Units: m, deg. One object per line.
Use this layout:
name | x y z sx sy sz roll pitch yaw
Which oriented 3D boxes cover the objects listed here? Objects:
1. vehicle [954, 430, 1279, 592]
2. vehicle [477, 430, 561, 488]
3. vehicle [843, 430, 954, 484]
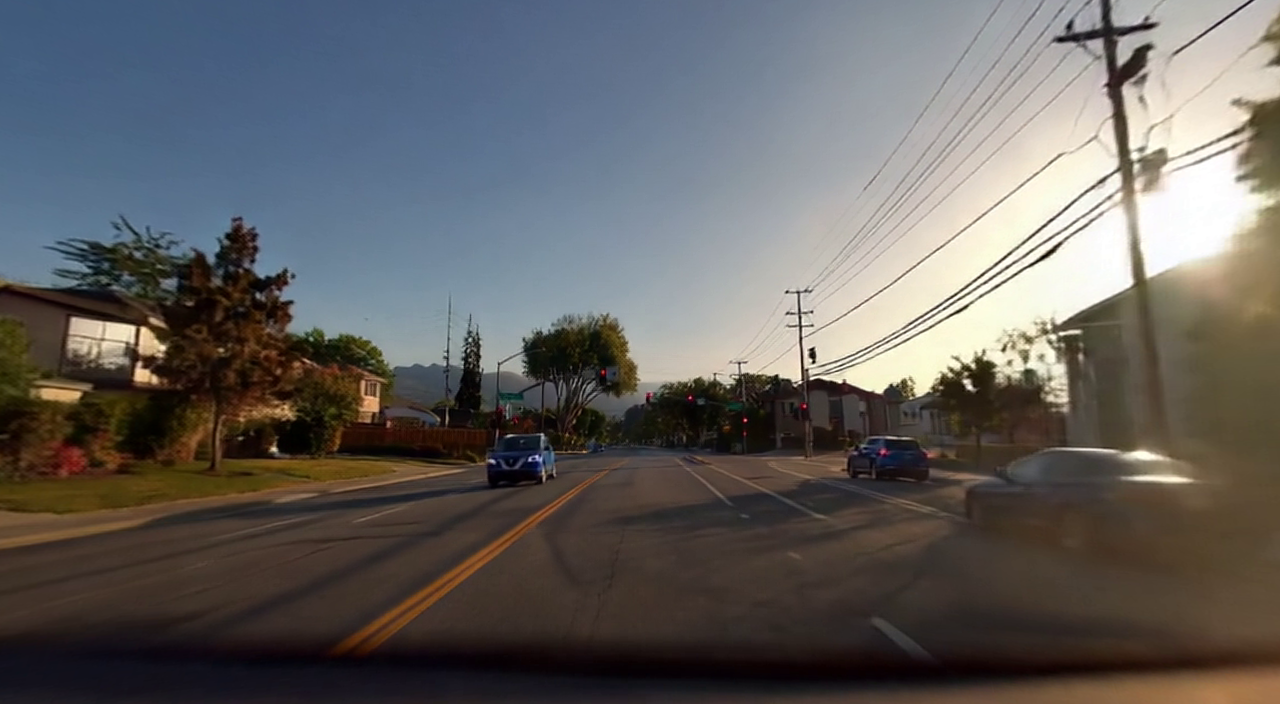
vehicle | 6.054 1.786 8.042 2.040 1.475 4.389 -1 -8 4
vehicle | -4.096 3.704 22.198 2.012 1.778 4.990 0 -8 -1
vehicle | 9.435 3.872 23.514 2.170 1.771 4.908 0 -8 2
